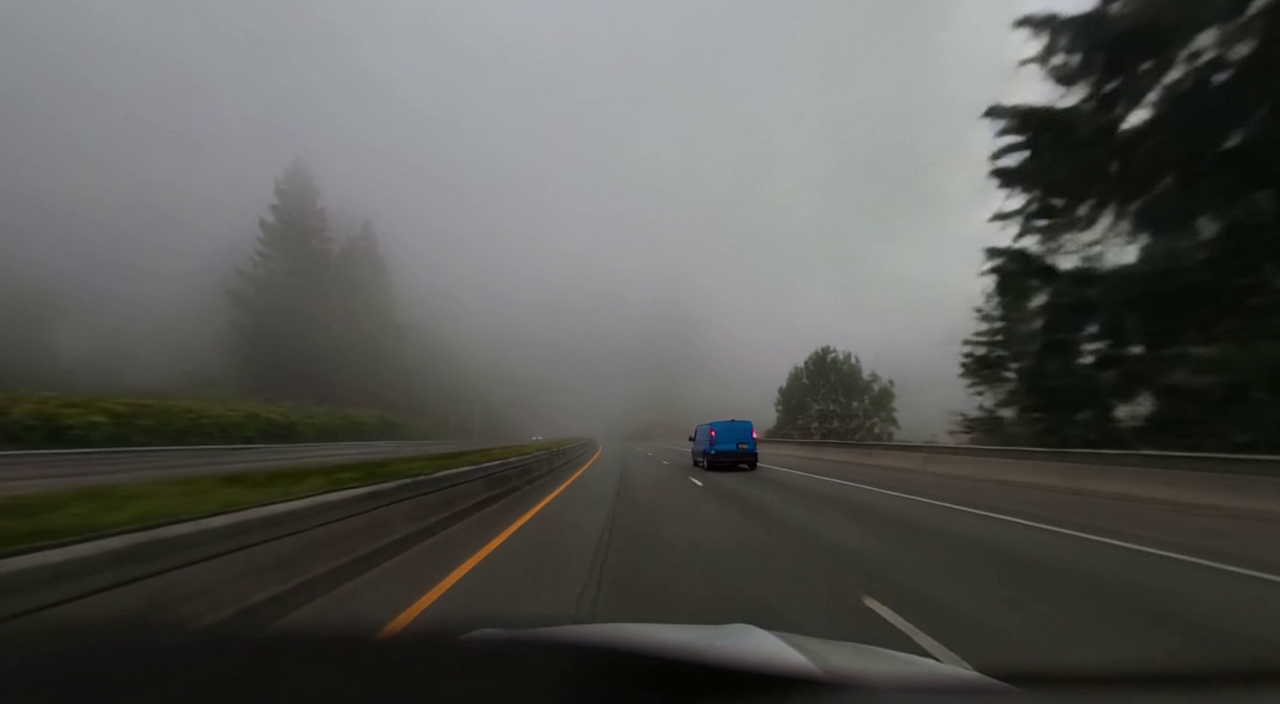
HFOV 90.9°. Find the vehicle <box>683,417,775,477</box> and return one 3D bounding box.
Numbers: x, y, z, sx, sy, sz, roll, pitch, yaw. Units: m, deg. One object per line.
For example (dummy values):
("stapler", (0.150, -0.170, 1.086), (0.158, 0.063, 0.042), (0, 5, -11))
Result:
("vehicle", (2.842, 3.152, 21.261), (2.240, 1.801, 4.545), (0, -8, -3))
